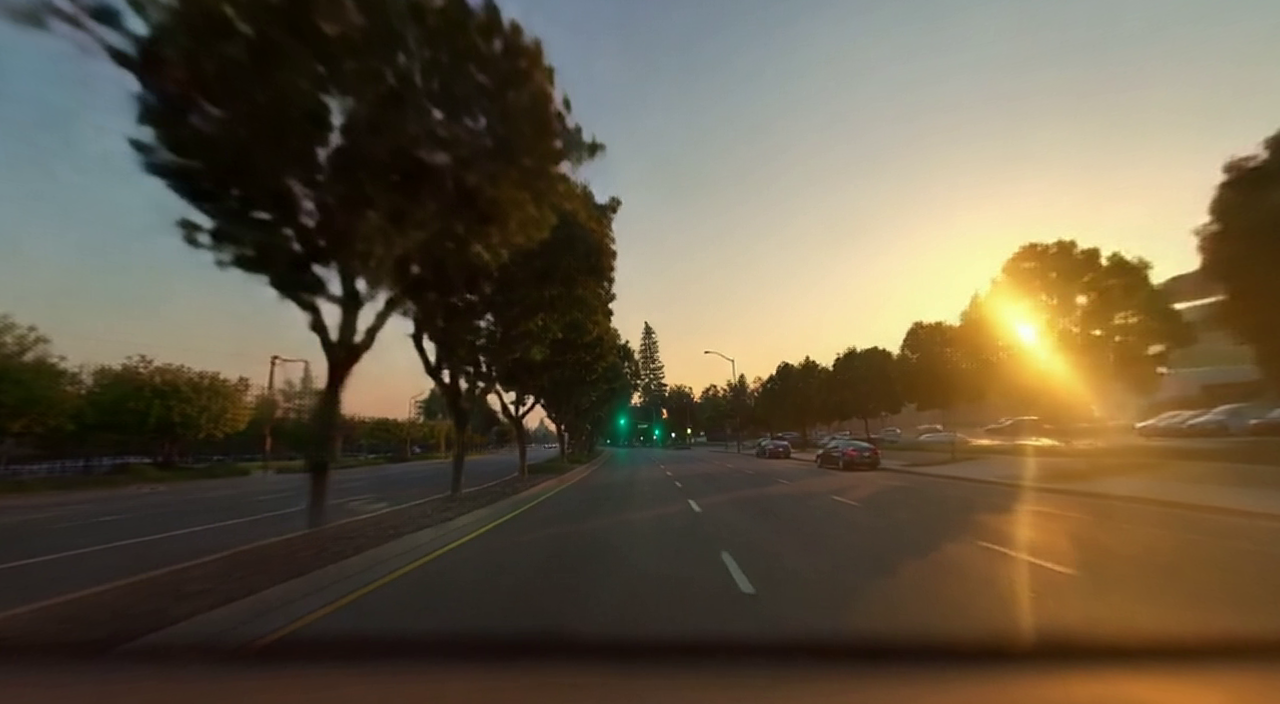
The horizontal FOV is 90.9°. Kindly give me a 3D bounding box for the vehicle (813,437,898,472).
[{"bbox_3d":[10.443,4.985,31.052,2.109,1.533,5.664,0,-8,-1],"label":"vehicle"}]

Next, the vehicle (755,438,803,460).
[{"bbox_3d":[10.471,7.343,47.785,2.034,1.551,5.228,1,-8,-5],"label":"vehicle"}]
